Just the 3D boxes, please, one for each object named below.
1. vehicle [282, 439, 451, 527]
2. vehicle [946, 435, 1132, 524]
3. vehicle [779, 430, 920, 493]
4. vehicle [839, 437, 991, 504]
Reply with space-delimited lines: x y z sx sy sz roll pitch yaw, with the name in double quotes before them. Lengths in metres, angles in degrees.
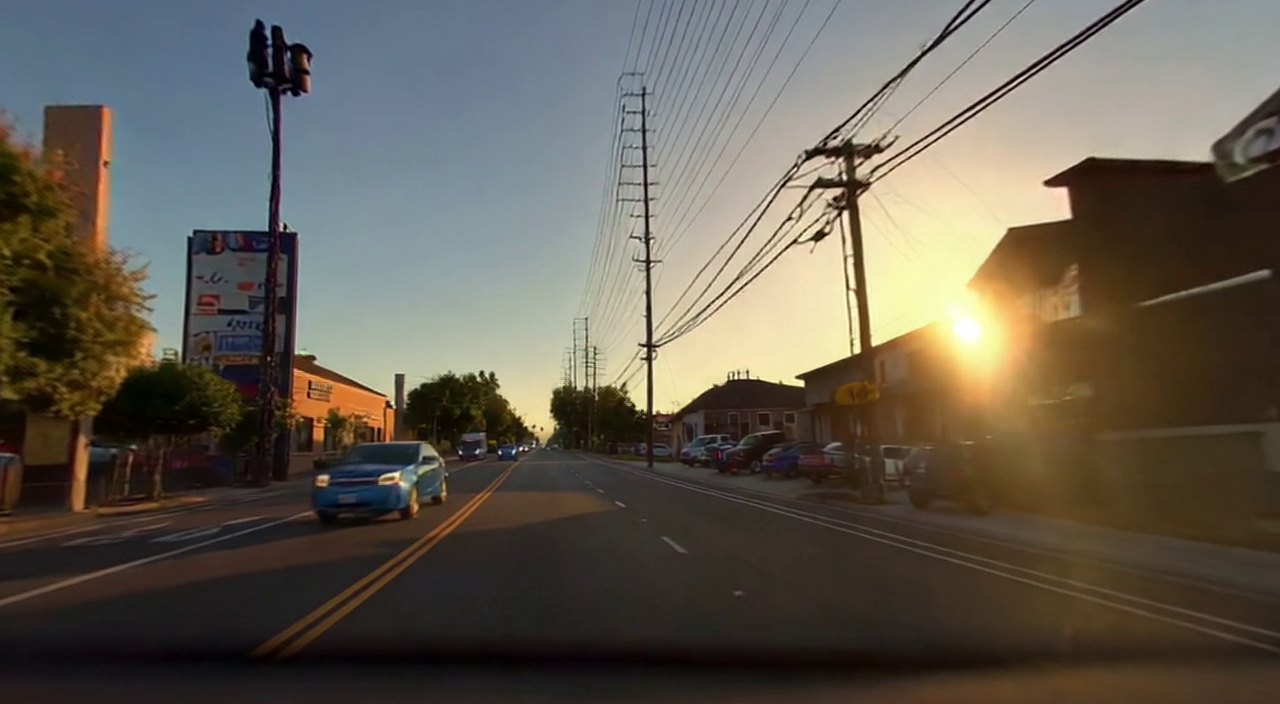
"vehicle" -5.507 2.651 13.434 2.122 1.517 4.465 1 -9 -8
"vehicle" 8.644 2.579 13.442 4.853 1.526 2.074 8 -12 -43
"vehicle" 7.122 3.585 21.103 5.112 1.832 2.290 8 -12 -43
"vehicle" 7.603 3.138 17.199 4.502 1.564 2.057 7 -11 -42
